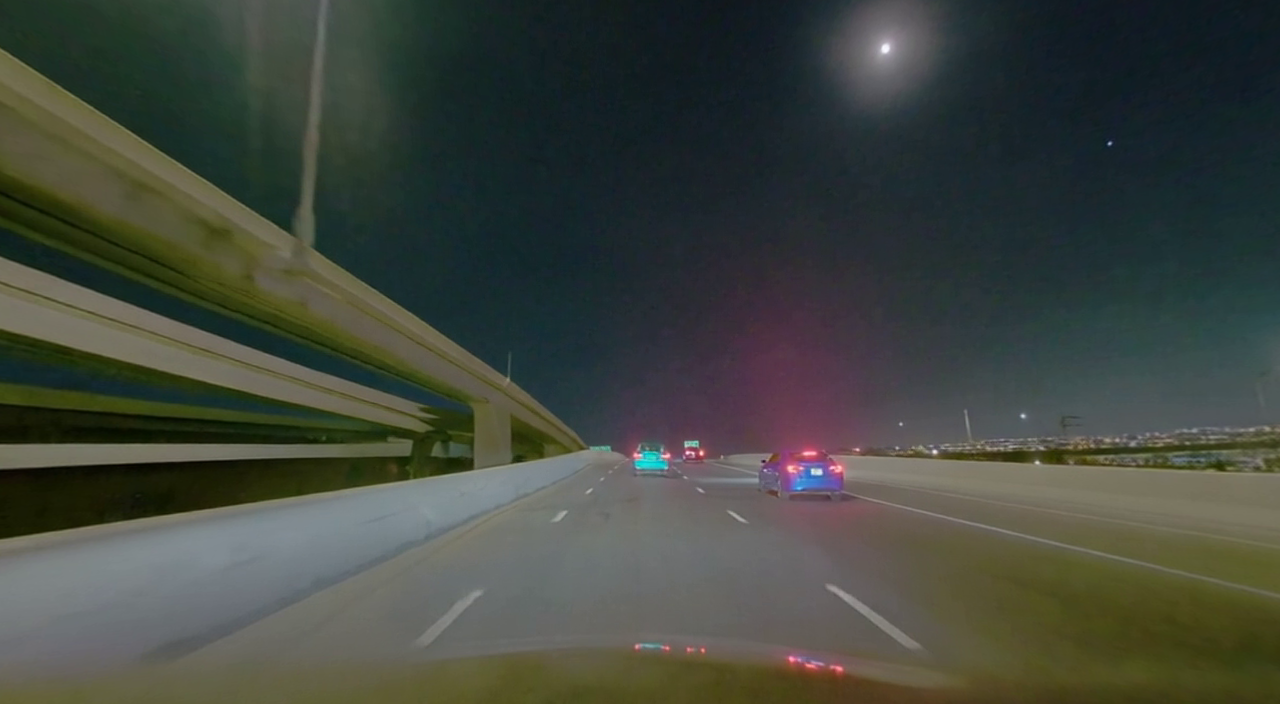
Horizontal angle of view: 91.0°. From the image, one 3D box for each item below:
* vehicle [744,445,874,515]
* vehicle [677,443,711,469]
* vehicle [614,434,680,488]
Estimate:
[{"bbox_3d":[4.021,3.096,15.747,2.047,1.500,4.017,0,-9,-1],"label":"vehicle"},{"bbox_3d":[3.680,7.162,43.573,2.047,1.700,4.069,0,-9,0],"label":"vehicle"},{"bbox_3d":[0.226,4.067,23.809,2.264,1.841,4.583,0,-9,0],"label":"vehicle"}]
